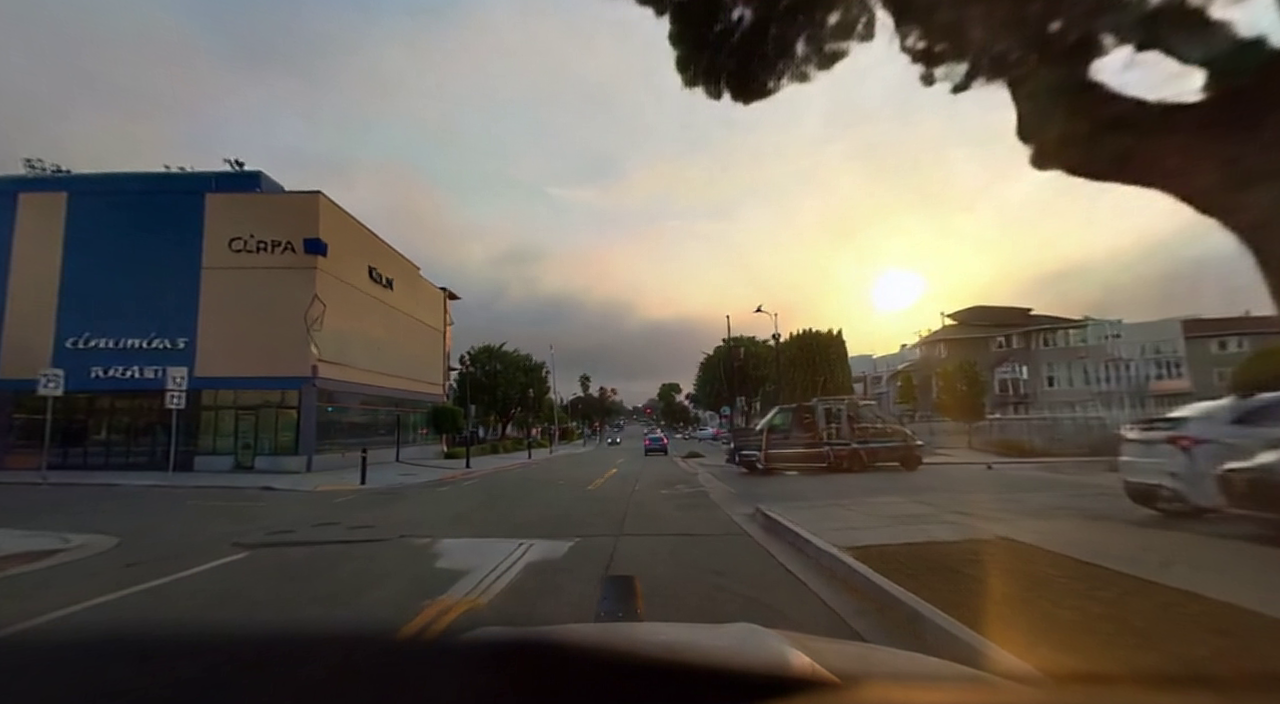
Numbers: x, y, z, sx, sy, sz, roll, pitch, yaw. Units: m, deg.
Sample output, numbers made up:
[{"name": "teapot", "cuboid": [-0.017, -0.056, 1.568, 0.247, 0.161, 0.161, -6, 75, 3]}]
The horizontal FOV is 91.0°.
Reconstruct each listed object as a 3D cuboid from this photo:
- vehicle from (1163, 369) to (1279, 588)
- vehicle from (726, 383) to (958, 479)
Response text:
[{"name": "vehicle", "cuboid": [6.885, 0.684, 4.194, 4.631, 1.574, 2.073, -8, -8, 21]}, {"name": "vehicle", "cuboid": [5.919, 2.406, 19.032, 6.221, 2.498, 2.239, -5, -10, 35]}]
